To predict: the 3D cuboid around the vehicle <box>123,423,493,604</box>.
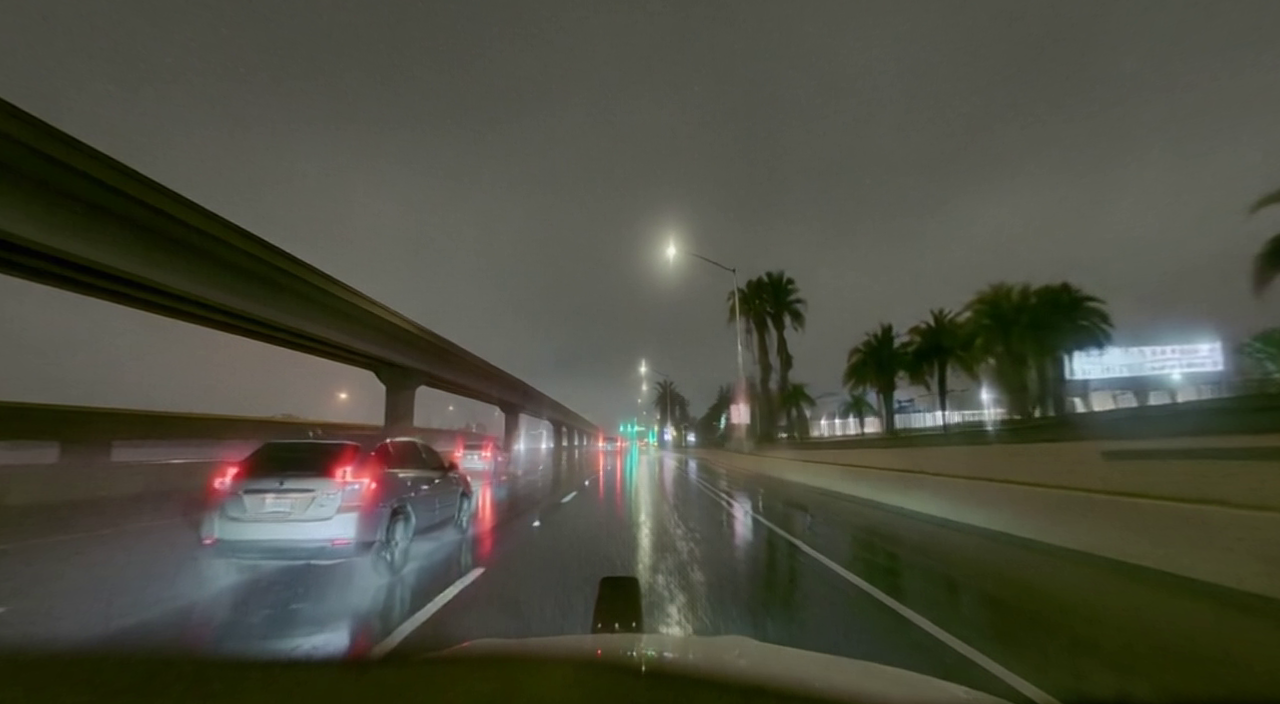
[{"bbox_3d":[-3.340,1.713,7.714,1.978,1.499,4.695,0,-8,0],"label":"vehicle"}]
